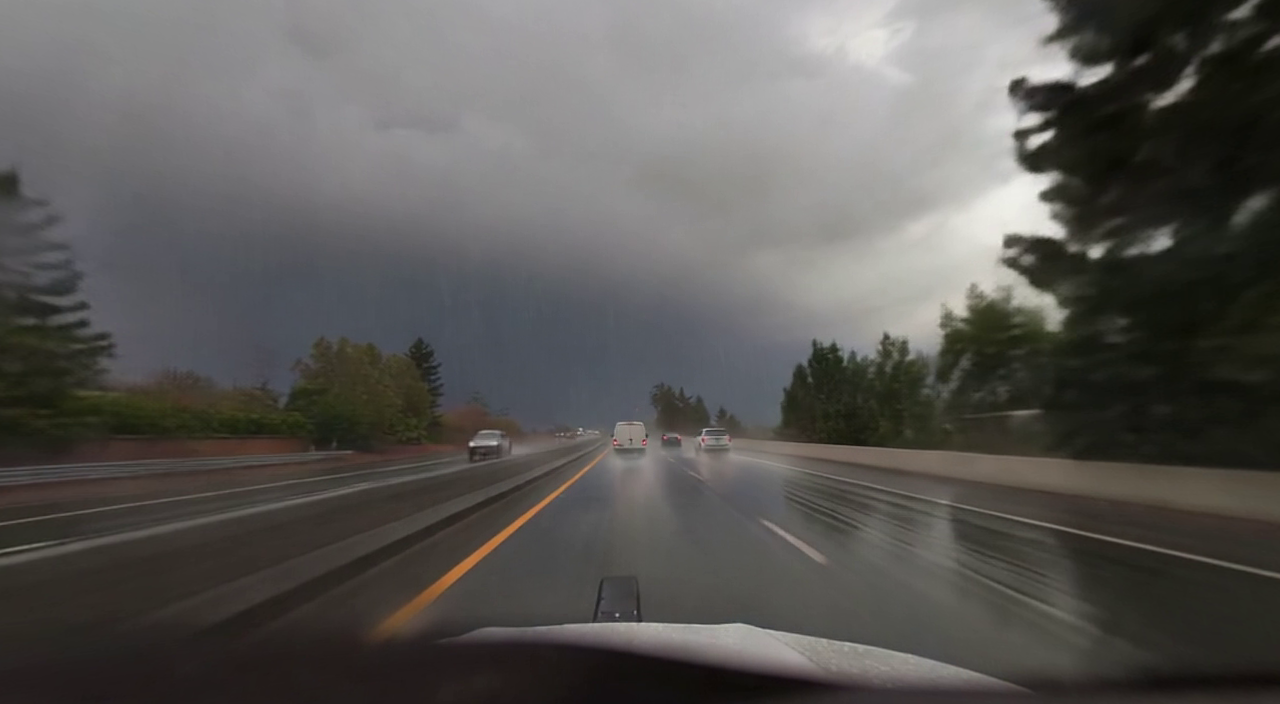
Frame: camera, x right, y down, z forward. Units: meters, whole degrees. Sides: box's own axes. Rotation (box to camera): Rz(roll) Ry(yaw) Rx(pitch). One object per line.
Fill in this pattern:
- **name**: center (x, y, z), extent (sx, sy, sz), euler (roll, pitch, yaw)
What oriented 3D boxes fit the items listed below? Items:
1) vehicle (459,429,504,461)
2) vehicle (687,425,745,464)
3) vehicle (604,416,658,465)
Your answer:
- **vehicle**: center (-9.302, 5.474, 37.226), extent (1.811, 1.736, 3.792), euler (-2, -7, -1)
- **vehicle**: center (3.364, 4.190, 28.629), extent (1.981, 1.606, 3.956), euler (0, -8, -2)
- **vehicle**: center (-0.456, 4.100, 29.261), extent (2.270, 2.044, 4.633), euler (0, -8, -2)
